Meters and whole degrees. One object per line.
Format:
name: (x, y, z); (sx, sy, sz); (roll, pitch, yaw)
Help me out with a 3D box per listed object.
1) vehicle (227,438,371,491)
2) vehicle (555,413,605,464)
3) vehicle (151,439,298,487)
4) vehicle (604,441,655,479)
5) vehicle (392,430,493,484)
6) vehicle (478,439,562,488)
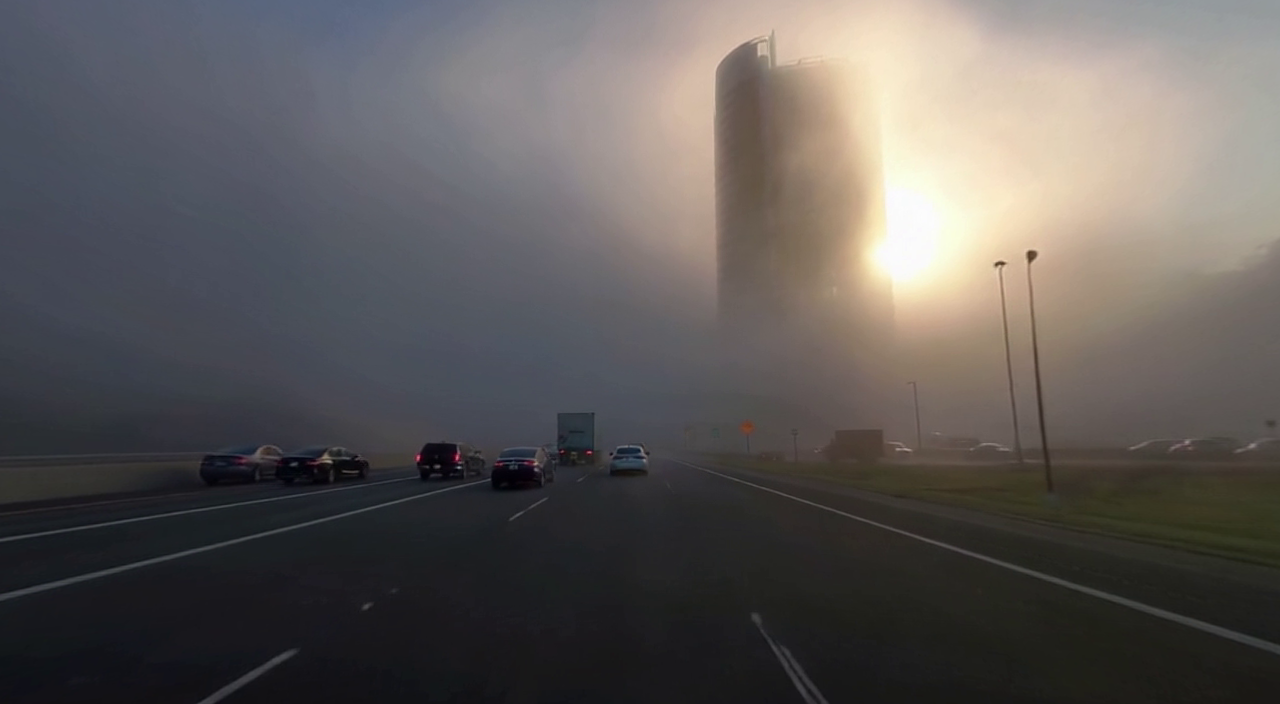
vehicle: (-10.857, 3.611, 20.544); (1.987, 1.495, 4.710); (0, -9, 1)
vehicle: (-4.191, 6.309, 45.586); (2.955, 3.359, 8.322); (0, -9, -1)
vehicle: (-14.586, 3.908, 22.523); (1.948, 1.483, 4.814); (0, -9, 0)
vehicle: (-0.420, 4.618, 27.083); (1.991, 1.488, 3.922); (0, -9, 0)
vehicle: (-7.345, 3.968, 24.037); (2.190, 1.821, 4.800); (0, -9, 1)
vehicle: (-4.026, 3.822, 21.941); (2.016, 1.497, 4.235); (0, -9, 1)
